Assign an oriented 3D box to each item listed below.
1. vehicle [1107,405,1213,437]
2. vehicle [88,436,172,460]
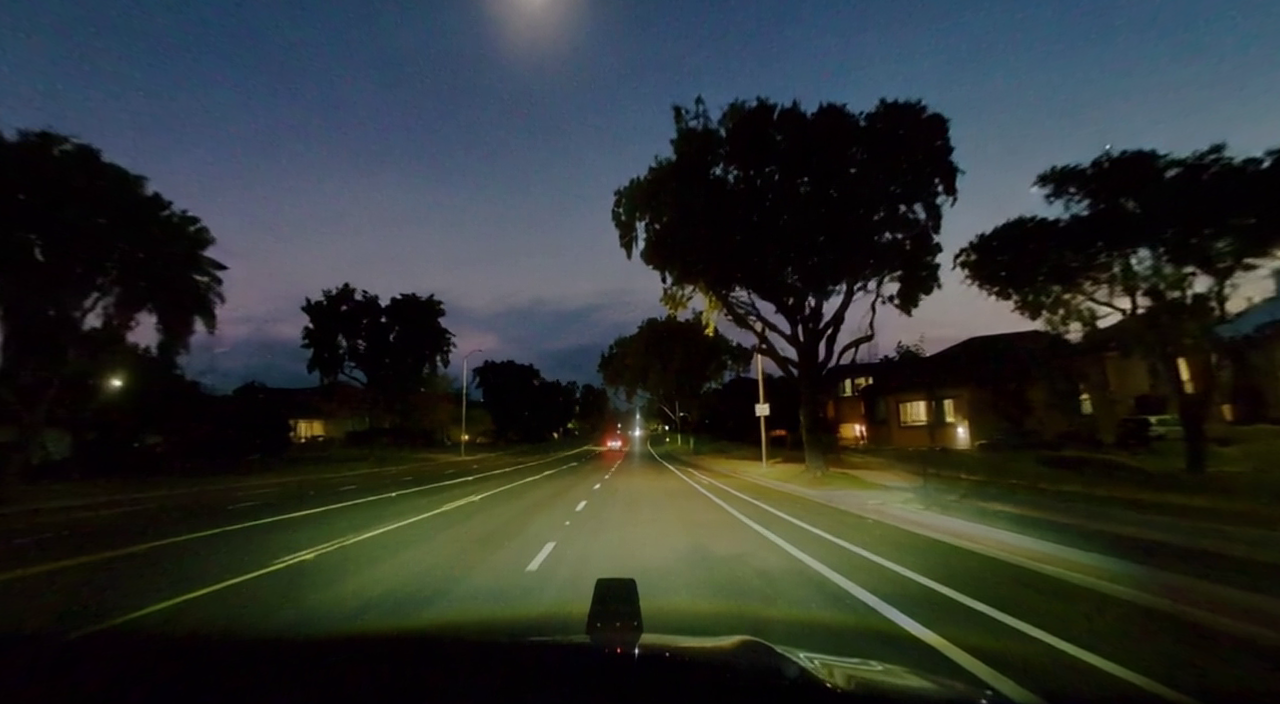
[{"bbox_3d":[28.273,3.830,34.605,1.797,1.563,4.669,0,-9,0],"label":"vehicle"},{"bbox_3d":[-34.924,6.578,43.429,1.831,1.567,4.342,-2,-8,6],"label":"vehicle"}]
